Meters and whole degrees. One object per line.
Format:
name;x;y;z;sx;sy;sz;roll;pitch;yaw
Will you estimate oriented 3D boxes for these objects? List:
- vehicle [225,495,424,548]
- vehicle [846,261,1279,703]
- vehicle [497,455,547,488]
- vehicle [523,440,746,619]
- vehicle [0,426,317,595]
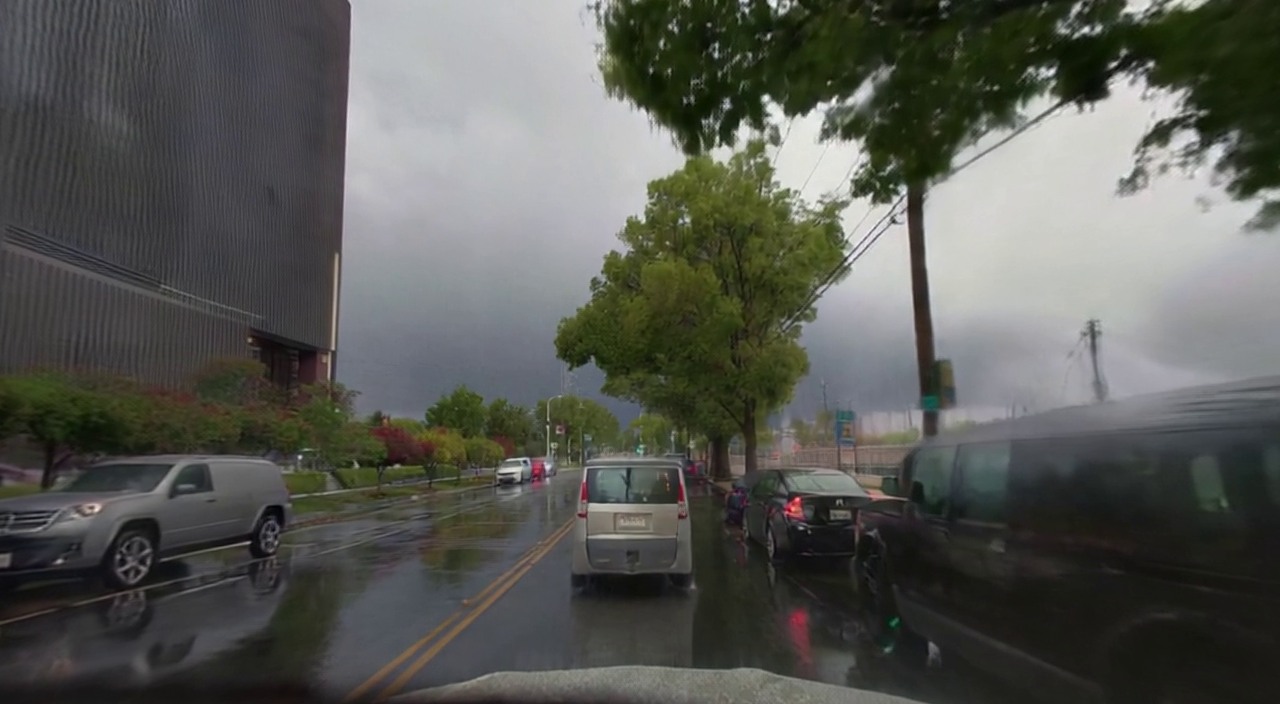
vehicle;-6.938;3.841;14.592;2.223;0.774;4.789;1;-10;0
vehicle;2.739;0.990;3.185;1.868;1.920;4.501;1;-10;1
vehicle;-6.720;6.924;36.121;2.024;1.654;4.396;-3;-12;0
vehicle;-0.037;1.951;7.613;2.018;1.583;3.646;1;-10;0
vehicle;-6.768;2.164;8.920;1.994;1.701;4.520;-3;-12;-1
